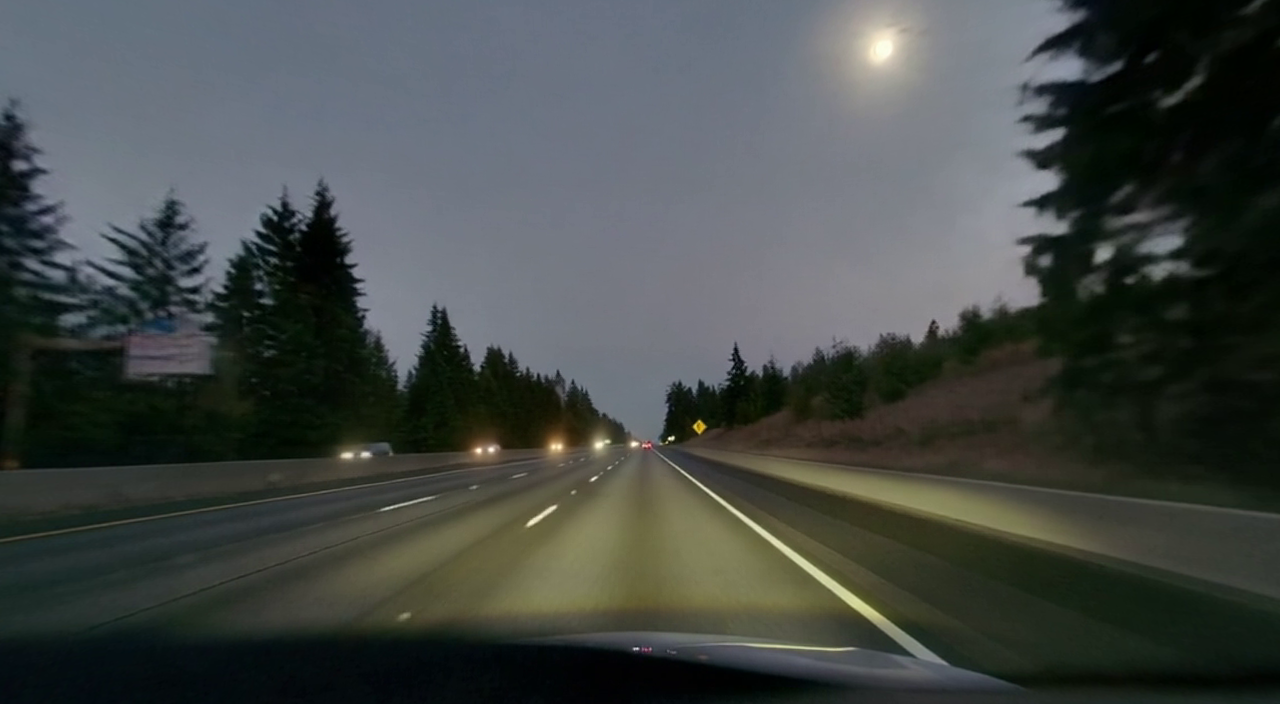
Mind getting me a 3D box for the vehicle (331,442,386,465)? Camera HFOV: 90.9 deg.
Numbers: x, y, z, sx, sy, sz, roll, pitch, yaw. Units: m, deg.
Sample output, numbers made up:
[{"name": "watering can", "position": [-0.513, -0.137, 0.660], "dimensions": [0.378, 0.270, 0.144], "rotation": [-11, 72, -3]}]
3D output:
[{"name": "vehicle", "position": [-20.965, 7.567, 47.151], "dimensions": [1.961, 1.601, 4.497], "rotation": [0, -8, 1]}]
